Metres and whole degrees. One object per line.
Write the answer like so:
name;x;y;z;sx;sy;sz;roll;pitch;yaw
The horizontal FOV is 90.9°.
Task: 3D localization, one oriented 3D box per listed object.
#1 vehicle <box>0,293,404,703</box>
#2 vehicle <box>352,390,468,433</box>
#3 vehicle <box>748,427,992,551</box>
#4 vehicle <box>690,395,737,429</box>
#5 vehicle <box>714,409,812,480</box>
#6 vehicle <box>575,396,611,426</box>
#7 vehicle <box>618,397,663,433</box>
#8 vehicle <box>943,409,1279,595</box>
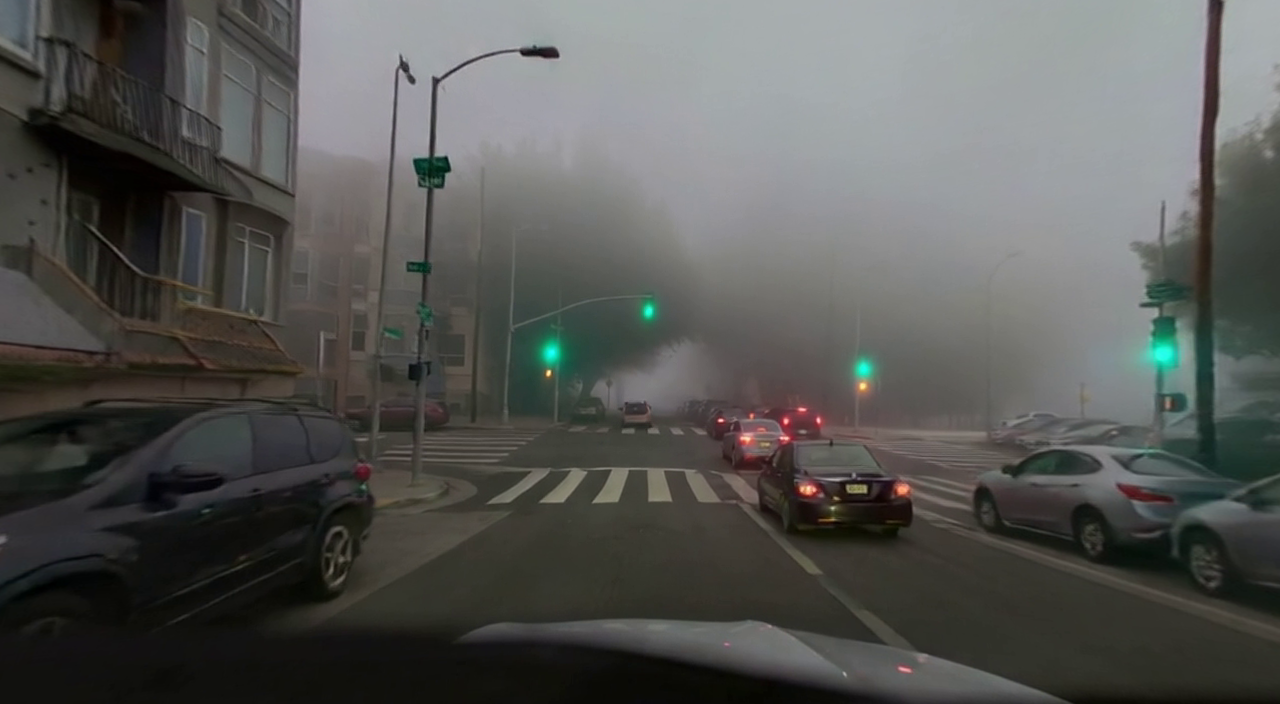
vehicle;-3.552;0.961;4.192;2.016;1.885;4.723;0;-8;1
vehicle;-10.164;2.684;28.115;4.304;1.755;2.083;0;-8;1
vehicle;3.130;1.974;9.849;2.055;1.450;4.676;0;-8;0
vehicle;3.897;3.311;34.187;2.093;1.655;4.327;0;-8;1
vehicle;3.331;2.509;17.864;1.970;1.490;4.016;0;-1;0
vehicle;-2.676;3.480;36.766;1.878;1.521;3.697;0;-8;-1
vehicle;0.063;2.961;29.025;1.923;1.460;3.923;0;-8;1
vehicle;6.111;1.765;8.330;1.999;1.752;4.502;0;-8;1
